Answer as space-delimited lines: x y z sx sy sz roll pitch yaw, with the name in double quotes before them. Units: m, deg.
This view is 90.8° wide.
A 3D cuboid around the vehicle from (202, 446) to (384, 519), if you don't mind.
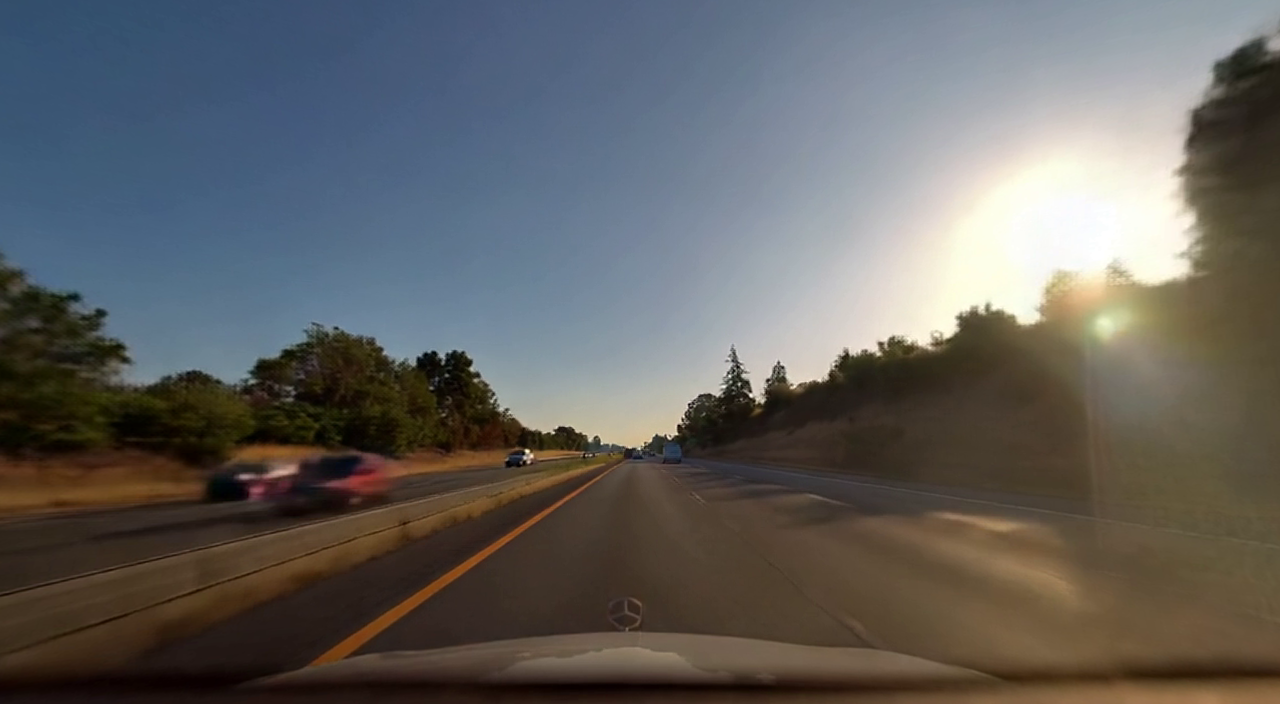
"vehicle" -8.262 3.107 15.616 2.029 1.506 4.335 0 -9 0
